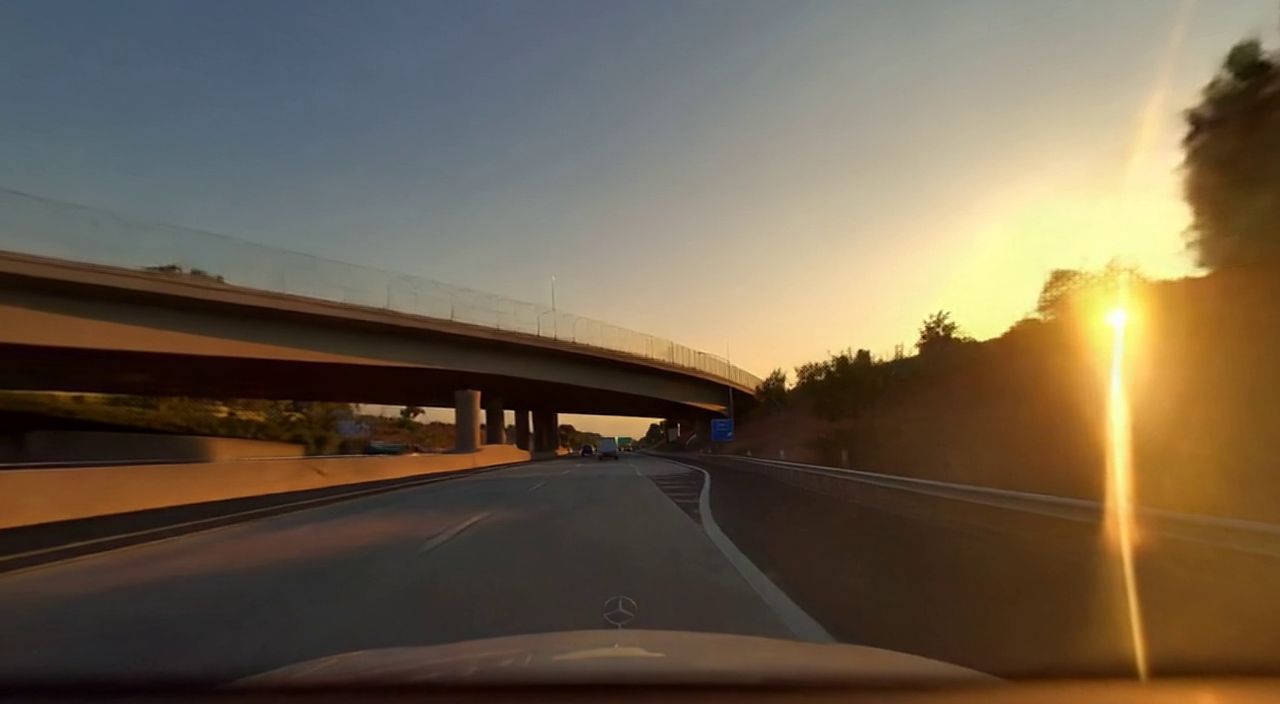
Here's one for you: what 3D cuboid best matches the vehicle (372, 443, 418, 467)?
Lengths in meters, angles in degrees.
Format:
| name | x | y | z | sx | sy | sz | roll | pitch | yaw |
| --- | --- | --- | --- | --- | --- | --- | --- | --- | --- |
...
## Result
| name | x | y | z | sx | sy | sz | roll | pitch | yaw |
| --- | --- | --- | --- | --- | --- | --- | --- | --- | --- |
| vehicle | -19.361 | 8.128 | 49.855 | 1.982 | 1.775 | 4.245 | 0 | -9 | -2 |
